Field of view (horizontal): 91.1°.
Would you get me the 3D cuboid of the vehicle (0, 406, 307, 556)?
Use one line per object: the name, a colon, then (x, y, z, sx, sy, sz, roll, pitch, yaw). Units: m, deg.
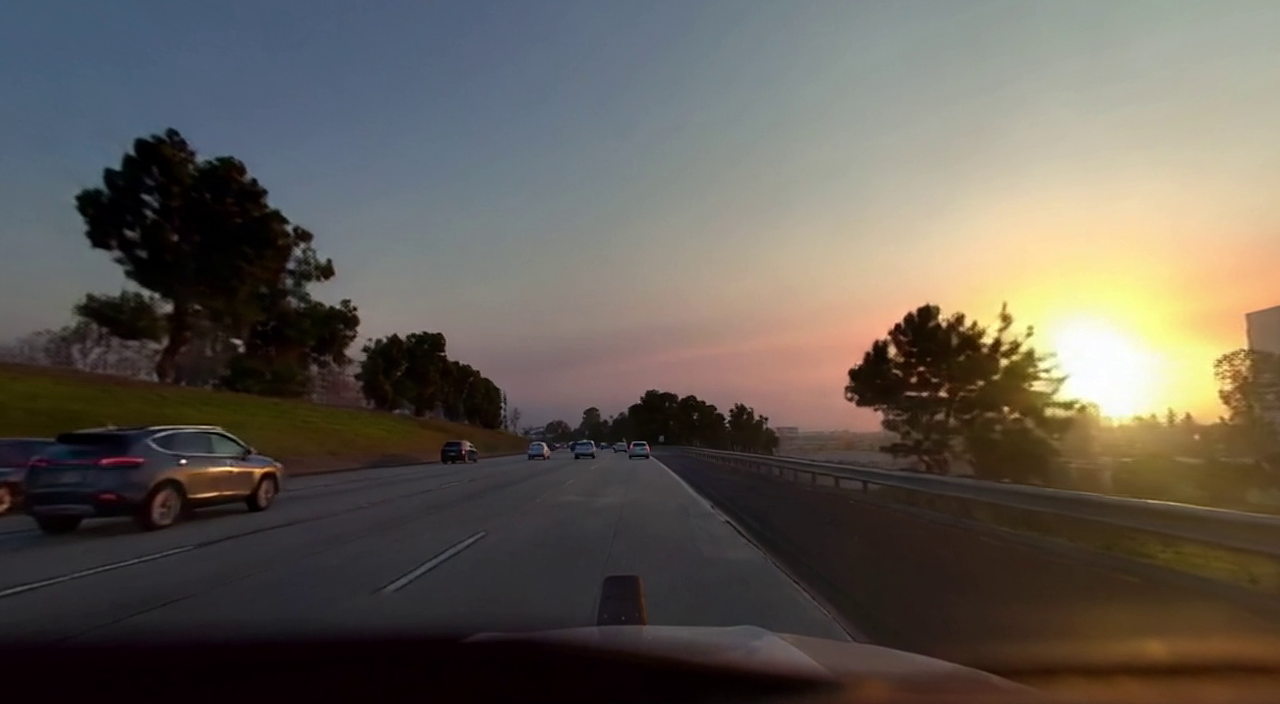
vehicle: (-7.713, 1.846, 9.788, 2.238, 1.712, 5.000, 0, -8, 1)

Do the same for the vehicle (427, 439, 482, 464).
vehicle: (-11.837, 6.395, 40.401, 2.056, 1.489, 4.852, 0, -8, 0)

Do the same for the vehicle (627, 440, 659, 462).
vehicle: (0.178, 6.923, 44.237, 2.060, 1.465, 3.974, 0, -8, -2)
